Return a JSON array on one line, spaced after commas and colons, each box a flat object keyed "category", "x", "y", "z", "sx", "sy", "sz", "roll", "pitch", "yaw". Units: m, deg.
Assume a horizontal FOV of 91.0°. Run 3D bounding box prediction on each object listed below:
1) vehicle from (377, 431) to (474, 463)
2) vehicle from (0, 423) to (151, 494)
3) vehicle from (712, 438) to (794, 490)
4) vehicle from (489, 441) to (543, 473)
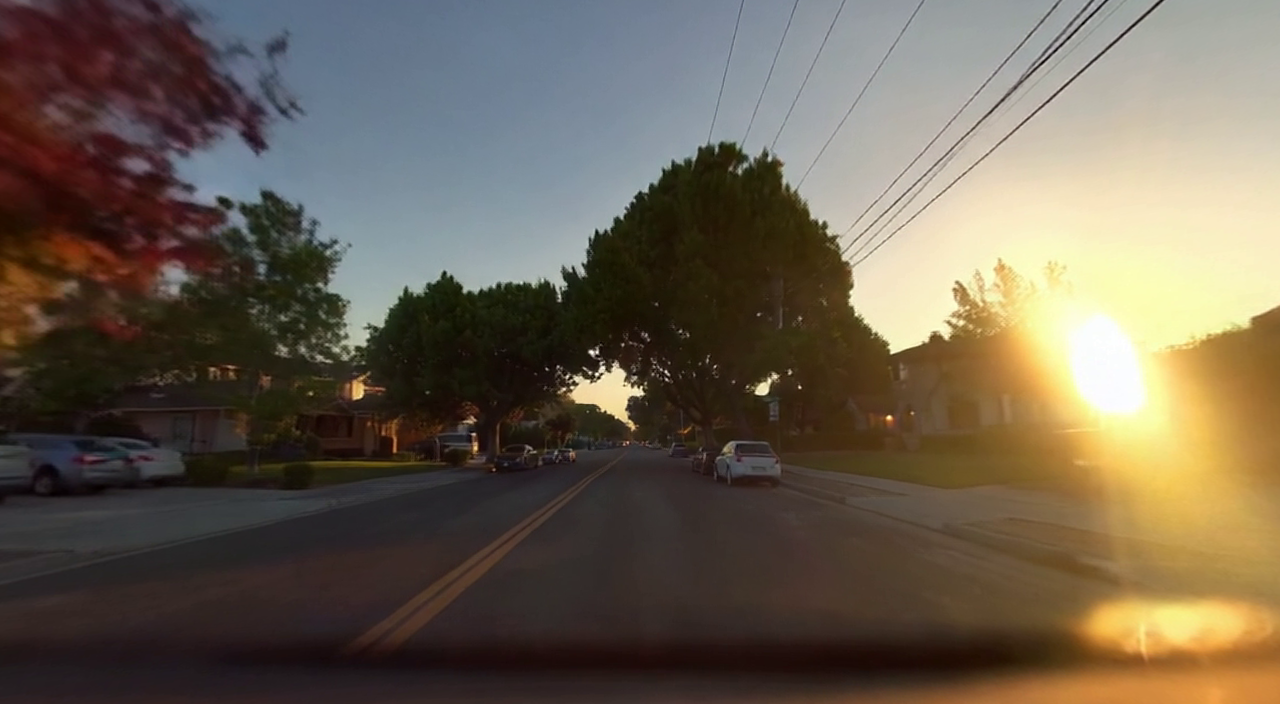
[{"category": "vehicle", "x": -14.347, "y": 6.385, "z": 42.337, "sx": 5.681, "sy": 2.094, "sz": 2.344, "roll": 0, "pitch": -8, "yaw": 1}, {"category": "vehicle", "x": -15.509, "y": 2.691, "z": 16.013, "sx": 4.369, "sy": 1.671, "sz": 1.990, "roll": 0, "pitch": -8, "yaw": -3}, {"category": "vehicle", "x": 3.707, "y": 3.748, "z": 21.494, "sx": 1.917, "sy": 1.569, "sz": 4.460, "roll": 0, "pitch": -8, "yaw": -1}, {"category": "vehicle", "x": -6.531, "y": 5.556, "z": 33.687, "sx": 1.985, "sy": 1.497, "sz": 4.655, "roll": -2, "pitch": -8, "yaw": -1}]
